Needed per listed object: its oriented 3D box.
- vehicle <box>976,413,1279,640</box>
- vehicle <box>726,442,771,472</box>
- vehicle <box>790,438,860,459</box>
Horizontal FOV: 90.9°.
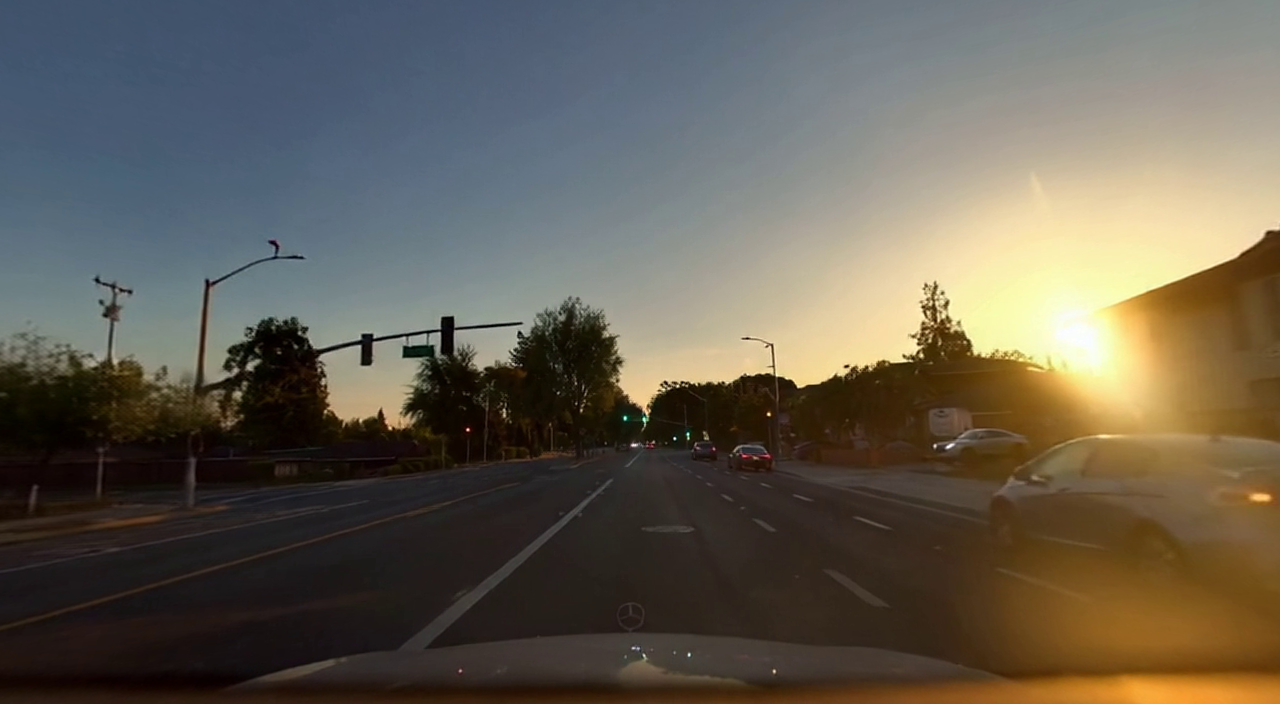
[{"bbox_3d":[5.490,1.509,6.415,1.950,1.567,4.083,0,-8,2],"label":"vehicle"},{"bbox_3d":[5.947,5.797,35.089,1.855,1.520,4.808,0,-8,2],"label":"vehicle"},{"bbox_3d":[13.175,6.872,45.084,4.461,1.461,1.805,0,-8,0],"label":"vehicle"}]
